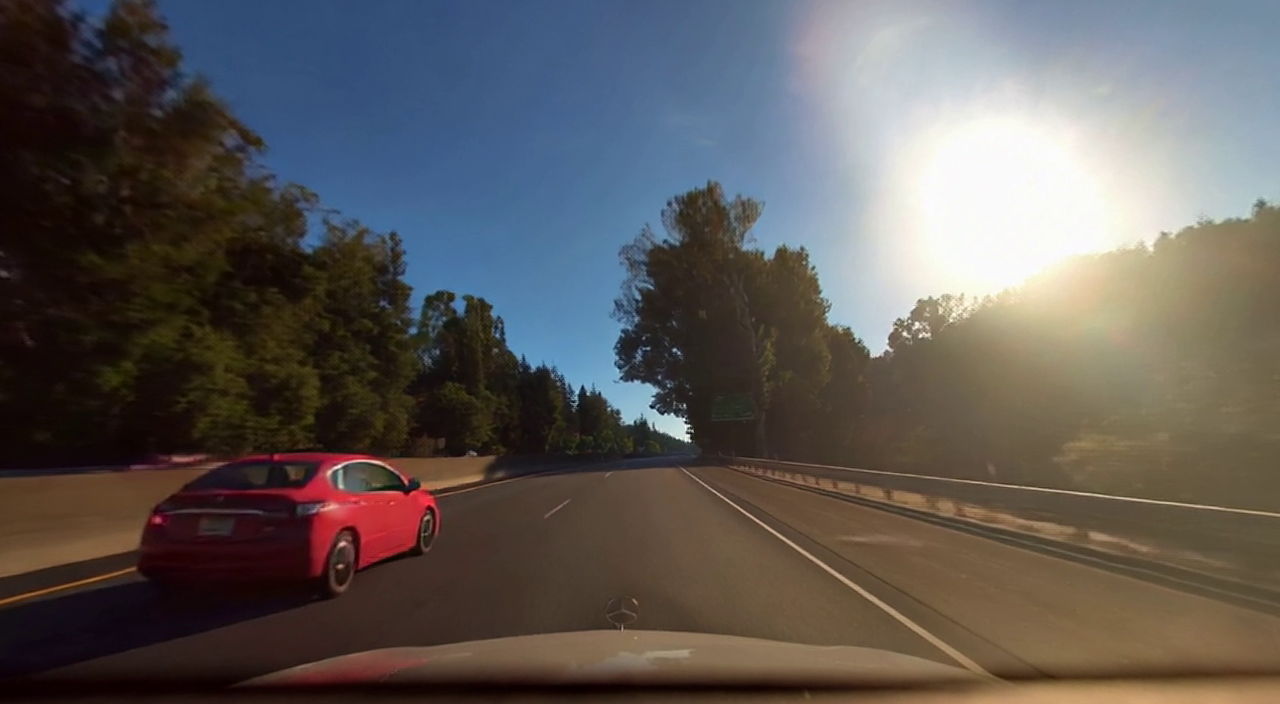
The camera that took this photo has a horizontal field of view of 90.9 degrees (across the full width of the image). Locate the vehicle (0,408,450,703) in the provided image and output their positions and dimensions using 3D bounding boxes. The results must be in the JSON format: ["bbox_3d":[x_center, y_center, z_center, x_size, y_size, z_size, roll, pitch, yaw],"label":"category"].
[{"bbox_3d":[-3.219,1.352,5.210,1.934,1.486,4.115,0,-9,1],"label":"vehicle"}]
